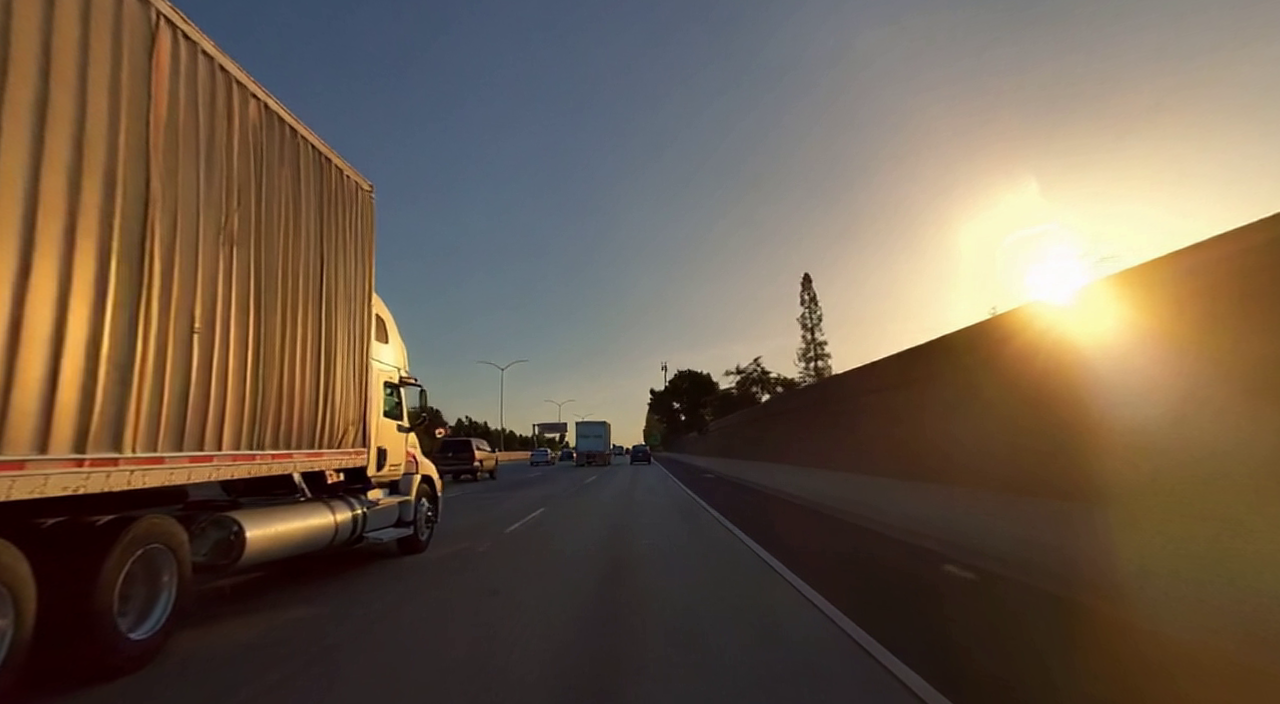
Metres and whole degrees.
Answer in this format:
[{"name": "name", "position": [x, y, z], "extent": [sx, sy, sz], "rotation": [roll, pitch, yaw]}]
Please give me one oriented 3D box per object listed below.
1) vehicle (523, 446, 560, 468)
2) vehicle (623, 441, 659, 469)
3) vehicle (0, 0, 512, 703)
[{"name": "vehicle", "position": [-7.039, 7.505, 45.250], "extent": [1.962, 1.489, 4.002], "rotation": [0, -9, 1]}, {"name": "vehicle", "position": [0.055, 6.543, 40.059], "extent": [2.178, 1.640, 4.071], "rotation": [0, -9, 0]}, {"name": "vehicle", "position": [-3.751, 0.600, 5.878], "extent": [3.025, 3.266, 9.256], "rotation": [0, -9, 1]}]
